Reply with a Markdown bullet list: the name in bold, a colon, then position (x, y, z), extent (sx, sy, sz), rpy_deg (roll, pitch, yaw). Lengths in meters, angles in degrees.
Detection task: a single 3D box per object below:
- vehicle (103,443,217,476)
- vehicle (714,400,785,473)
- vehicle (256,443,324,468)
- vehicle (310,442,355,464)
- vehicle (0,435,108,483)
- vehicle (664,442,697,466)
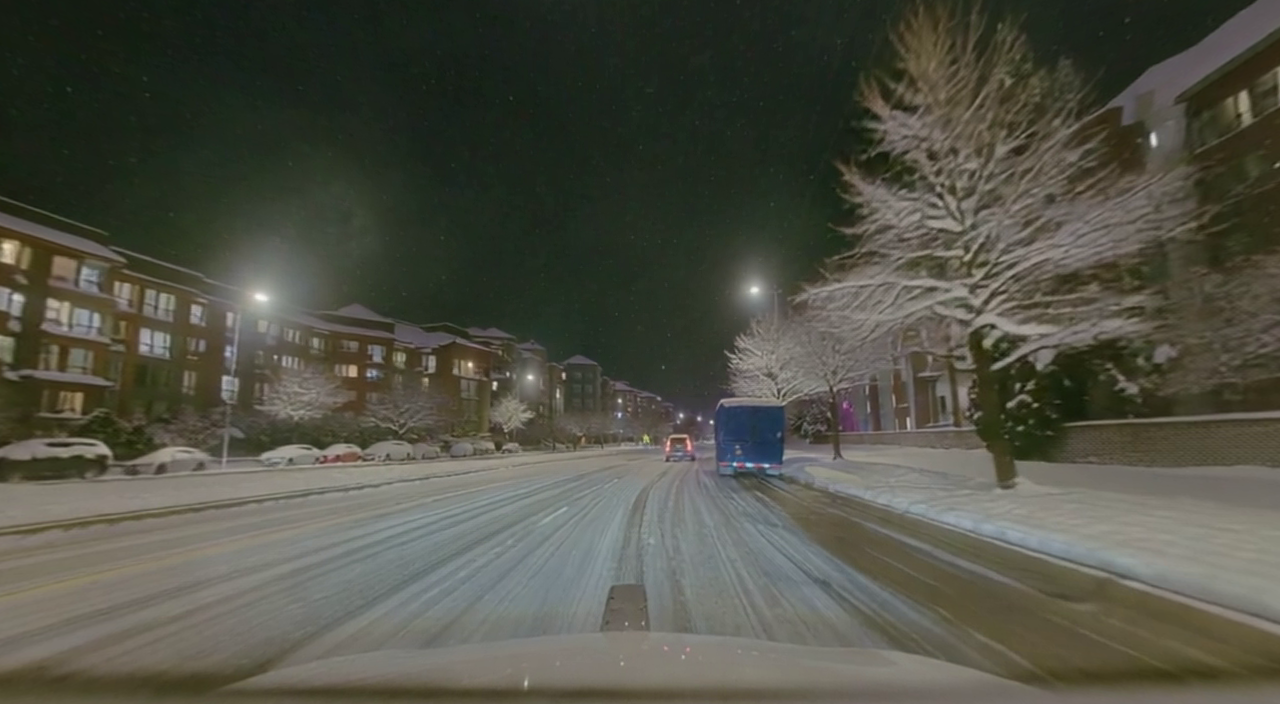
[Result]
- **vehicle**: position (-24.289, 5.447, 32.160), extent (1.900, 1.454, 4.757), rpy_deg (-3, -8, 4)
- **vehicle**: position (5.452, 4.456, 32.929), extent (2.945, 3.277, 8.473), rpy_deg (-1, -8, 5)
- **vehicle**: position (-23.099, 6.818, 41.779), extent (2.015, 1.446, 4.316), rpy_deg (-2, -8, 2)
- **vehicle**: position (-22.763, 7.497, 46.772), extent (1.659, 1.570, 2.845), rpy_deg (-1, -8, 7)
- **vehicle**: position (-24.596, 4.282, 25.366), extent (2.040, 1.765, 4.635), rpy_deg (-2, -8, 6)
- **vehicle**: position (2.515, 6.197, 38.380), extent (1.871, 1.370, 4.206), rpy_deg (-1, -8, 6)
